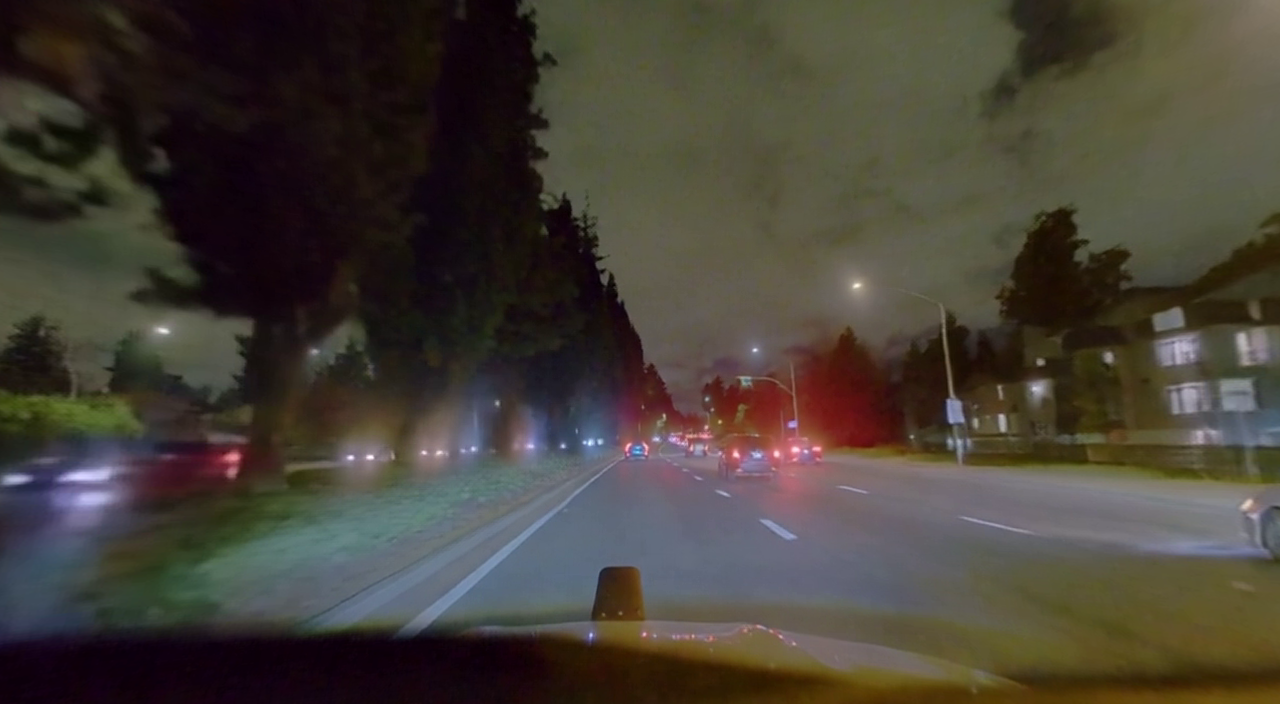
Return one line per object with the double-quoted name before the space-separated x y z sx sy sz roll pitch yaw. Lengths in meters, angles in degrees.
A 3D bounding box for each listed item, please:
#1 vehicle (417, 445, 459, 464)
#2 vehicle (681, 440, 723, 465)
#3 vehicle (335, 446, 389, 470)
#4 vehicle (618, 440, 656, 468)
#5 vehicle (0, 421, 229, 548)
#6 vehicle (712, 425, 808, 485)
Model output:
"vehicle" -15.808 8.046 49.641 1.825 1.467 4.364 0 -9 0
"vehicle" 3.749 6.175 38.848 2.064 1.474 4.389 0 -9 -1
"vehicle" -19.403 7.416 44.299 1.887 1.552 4.301 1 -8 -1
"vehicle" -0.176 5.738 35.624 1.988 1.418 4.214 0 -9 0
"vehicle" -9.391 2.129 10.747 2.058 1.716 4.266 1 -9 -4
"vehicle" 3.928 3.508 21.646 2.209 1.813 4.724 1 -9 -2
